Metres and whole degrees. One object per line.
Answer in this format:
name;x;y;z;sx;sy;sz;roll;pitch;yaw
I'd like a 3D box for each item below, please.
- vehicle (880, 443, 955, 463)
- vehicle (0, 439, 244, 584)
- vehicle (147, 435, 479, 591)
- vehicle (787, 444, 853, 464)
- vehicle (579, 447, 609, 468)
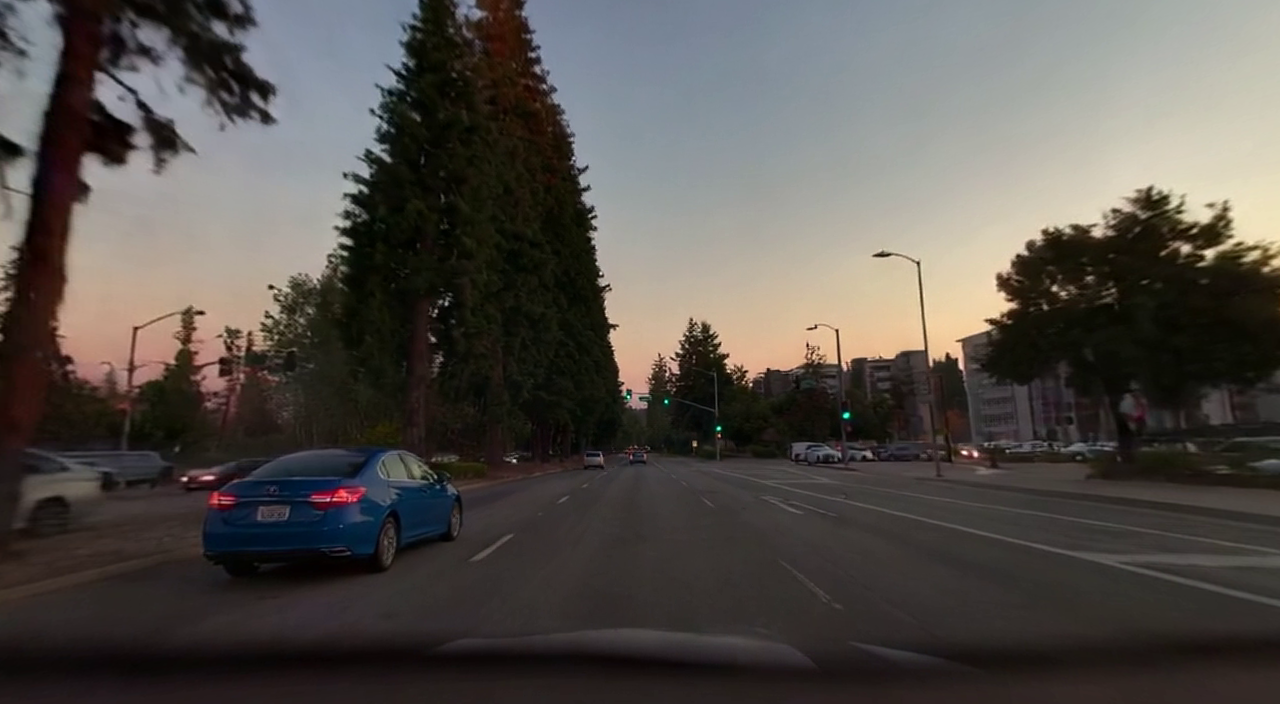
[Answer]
vehicle;21.849;7.961;49.884;4.978;1.543;1.933;0;-9;-1
vehicle;-7.437;1.854;7.977;1.920;1.456;4.534;0;-9;0
vehicle;-3.584;1.822;8.079;1.905;1.418;4.396;0;-9;0
vehicle;14.064;7.996;49.554;4.568;1.470;1.854;0;-9;-1
vehicle;-3.552;8.280;49.778;2.103;1.592;4.160;0;-9;0
